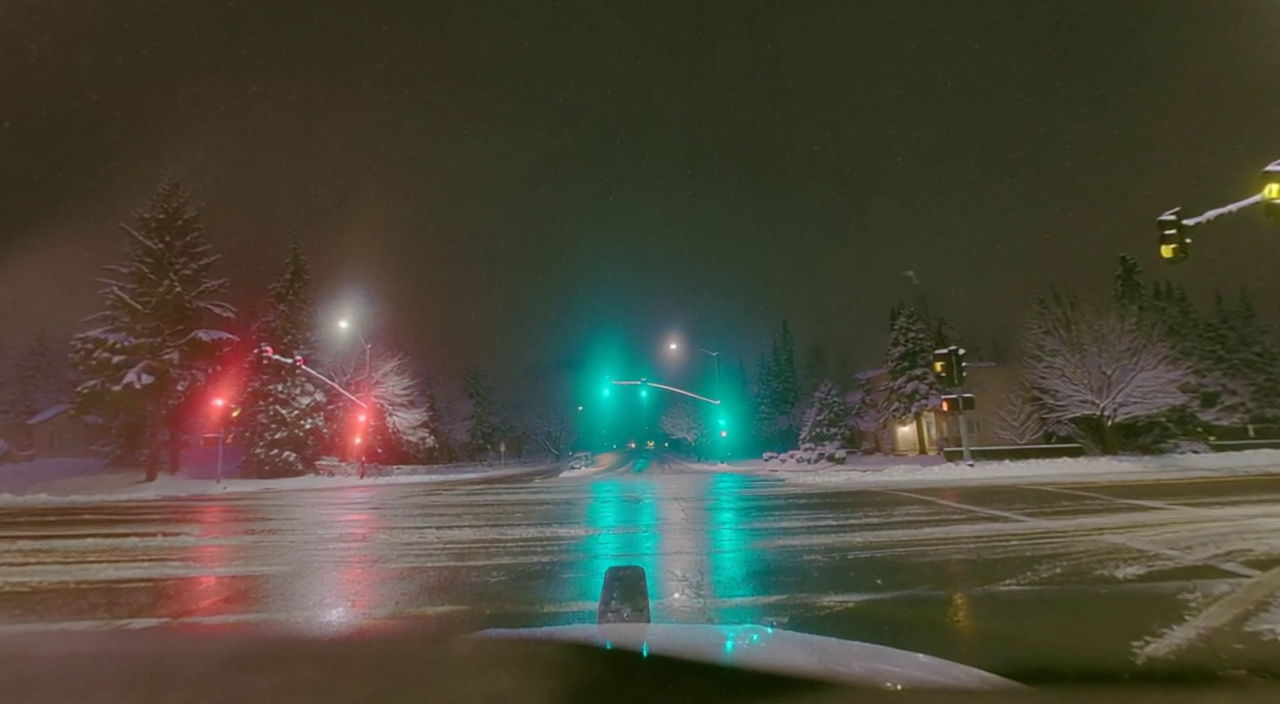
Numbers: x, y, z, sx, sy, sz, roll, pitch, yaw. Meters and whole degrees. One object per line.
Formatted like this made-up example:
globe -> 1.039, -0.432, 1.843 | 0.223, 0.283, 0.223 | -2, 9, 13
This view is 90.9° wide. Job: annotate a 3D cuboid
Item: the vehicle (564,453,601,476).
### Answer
vehicle -> -4.464, 8.858, 49.865 | 2.030, 1.704, 4.205 | -1, -8, 7
